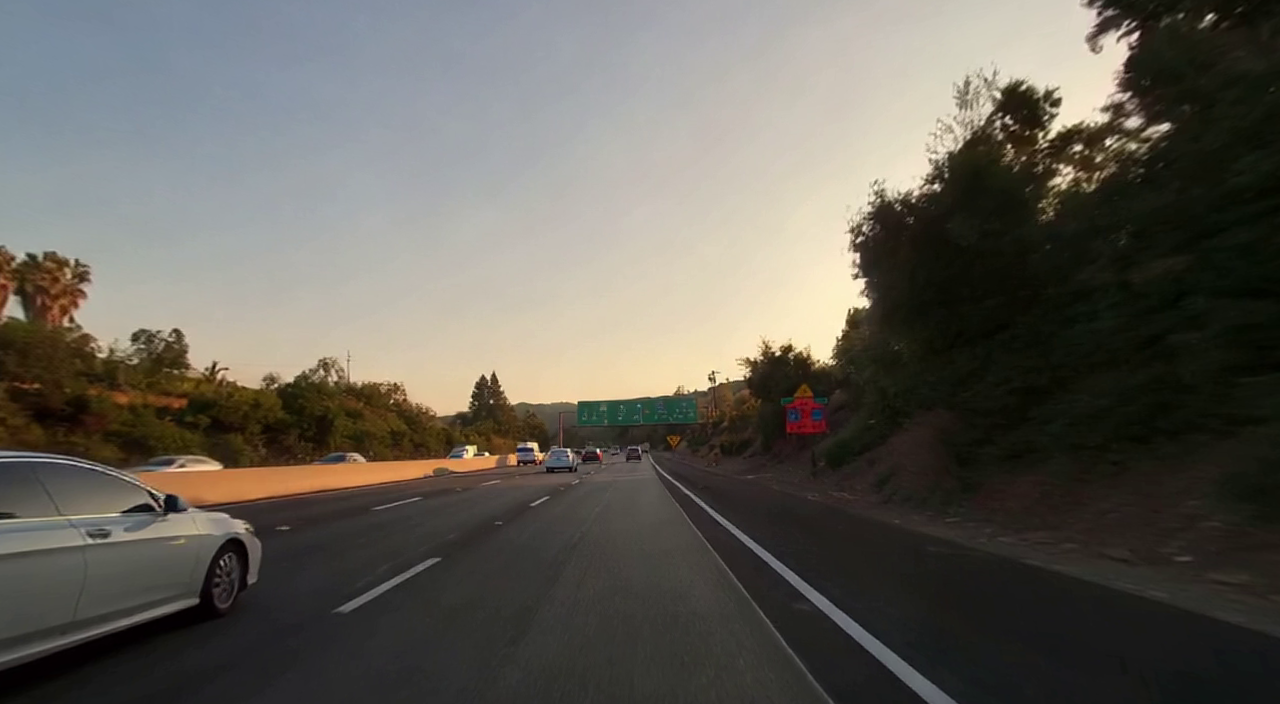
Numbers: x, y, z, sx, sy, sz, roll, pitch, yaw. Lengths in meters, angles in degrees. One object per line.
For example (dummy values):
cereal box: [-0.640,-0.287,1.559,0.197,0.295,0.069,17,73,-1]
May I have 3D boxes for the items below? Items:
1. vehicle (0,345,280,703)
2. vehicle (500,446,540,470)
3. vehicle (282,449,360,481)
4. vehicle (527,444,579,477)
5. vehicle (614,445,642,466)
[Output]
vehicle: [-3.948,0.852,2.711,2.074,1.779,4.588,0,-9,-1]
vehicle: [-8.042,7.094,42.227,1.936,1.516,3.904,0,-9,-1]
vehicle: [-16.371,5.788,32.374,1.846,1.519,4.114,0,-9,0]
vehicle: [-4.183,5.281,30.611,1.988,1.477,4.118,0,-9,-1]
vehicle: [-0.922,7.812,47.337,2.023,1.479,3.718,0,-9,-1]
